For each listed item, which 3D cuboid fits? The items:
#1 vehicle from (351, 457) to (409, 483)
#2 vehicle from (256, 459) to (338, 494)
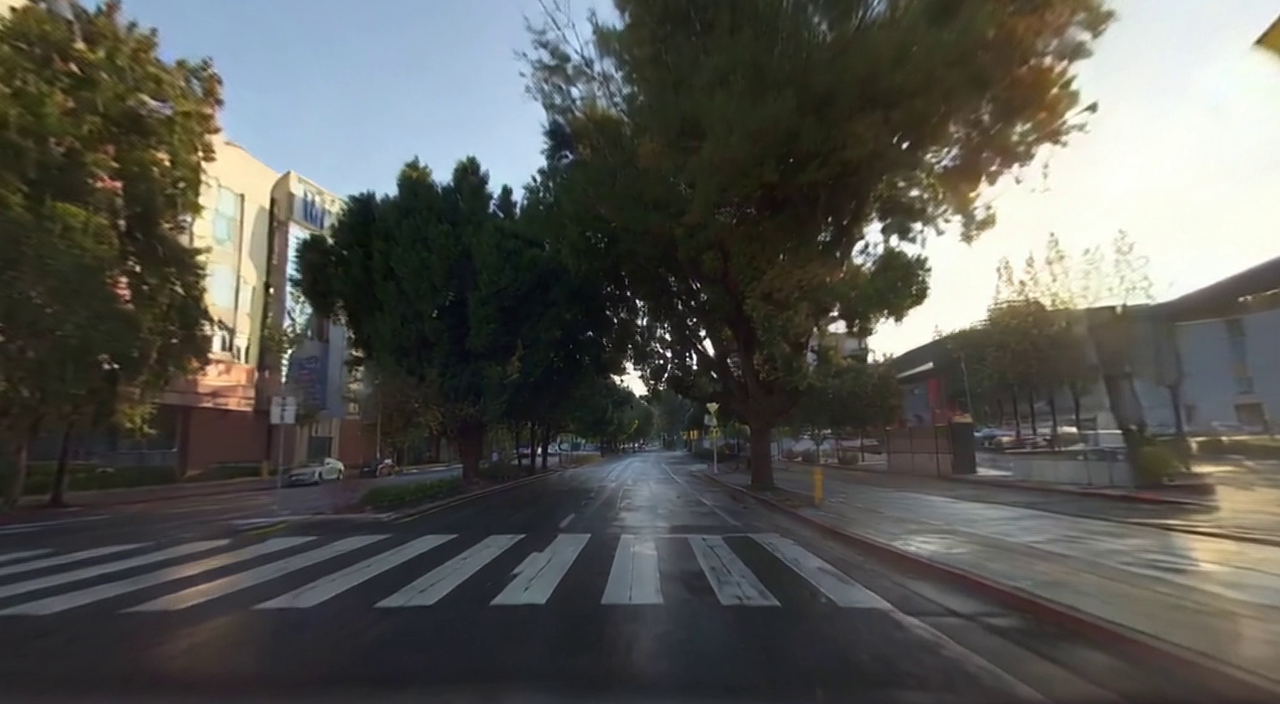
[{"bbox_3d":[-17.059,7.740,41.581,1.912,1.523,4.433,-3,-9,1],"label":"vehicle"},{"bbox_3d":[-16.895,6.141,31.275,1.810,1.478,4.233,-3,-10,-2],"label":"vehicle"}]
